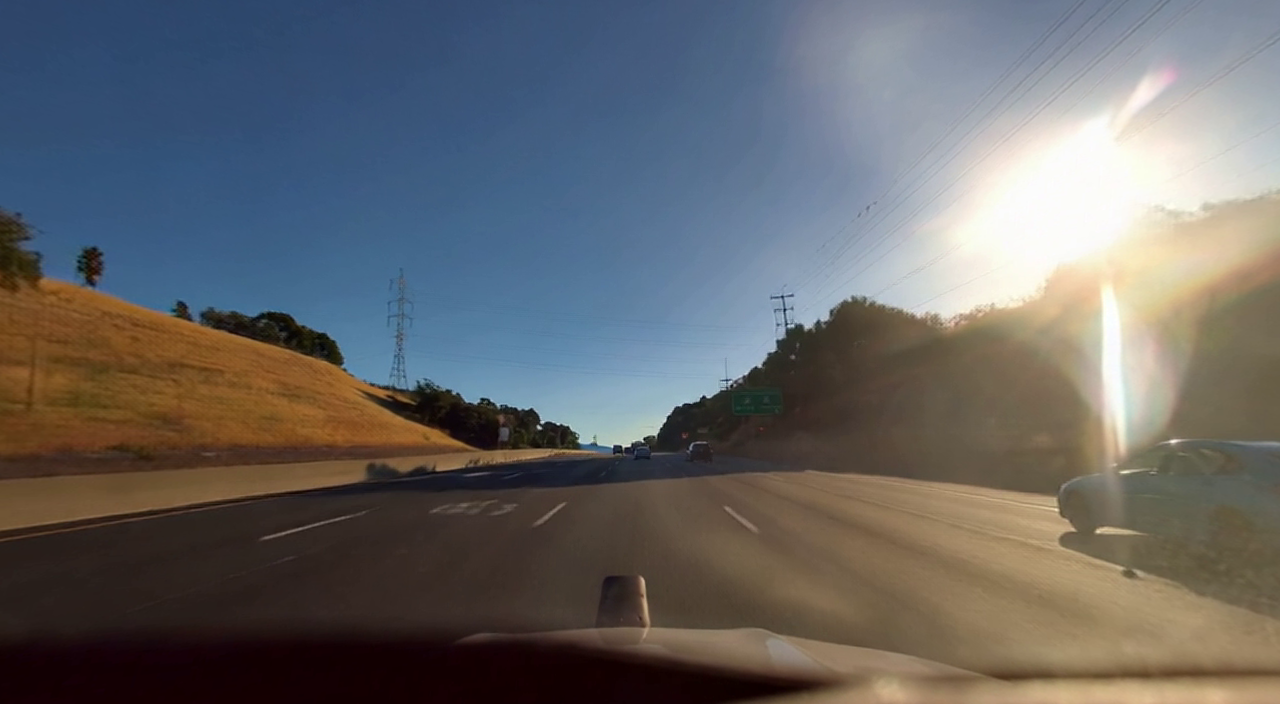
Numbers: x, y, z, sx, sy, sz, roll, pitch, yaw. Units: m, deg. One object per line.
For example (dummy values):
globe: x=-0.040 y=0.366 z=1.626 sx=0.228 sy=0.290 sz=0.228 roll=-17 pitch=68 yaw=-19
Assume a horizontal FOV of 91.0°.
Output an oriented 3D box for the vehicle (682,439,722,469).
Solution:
vehicle: x=3.941 y=6.538 z=40.697 sx=2.159 sy=1.782 sz=4.673 roll=0 pitch=-8 yaw=1

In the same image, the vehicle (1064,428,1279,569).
vehicle: x=8.087 y=1.799 z=8.076 sx=1.970 sy=1.545 sz=4.818 roll=0 pitch=-8 yaw=0
